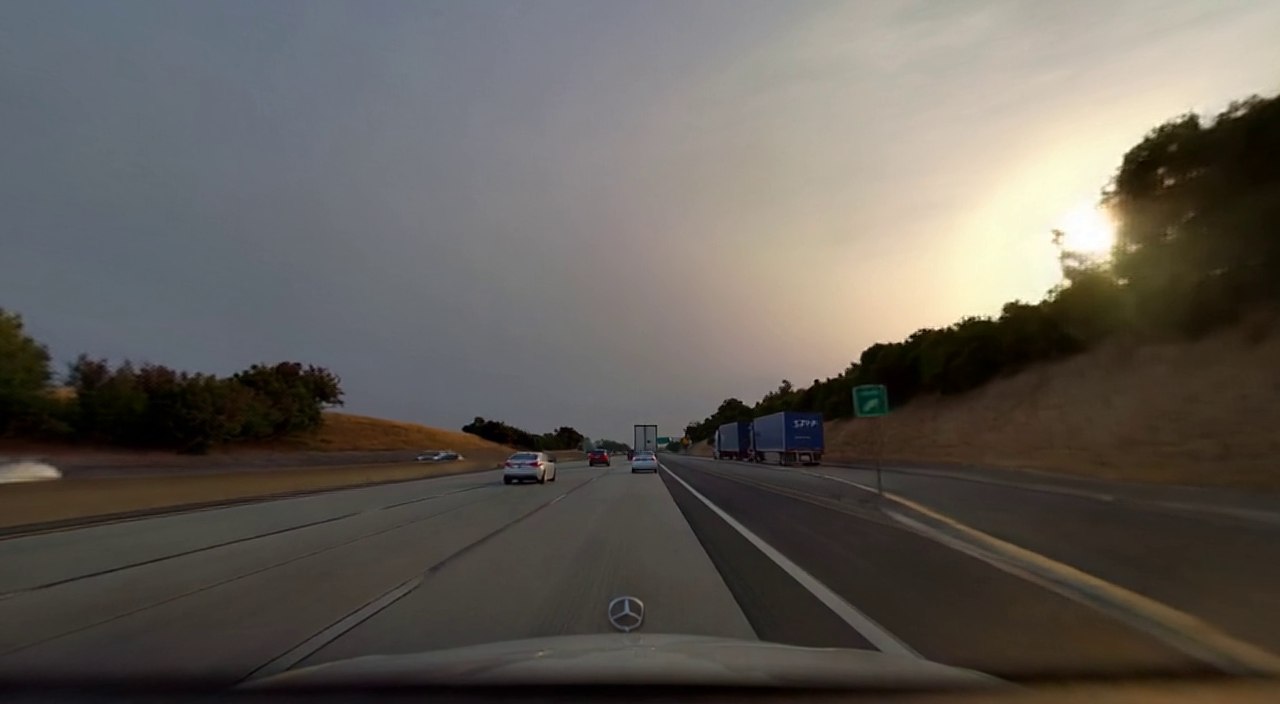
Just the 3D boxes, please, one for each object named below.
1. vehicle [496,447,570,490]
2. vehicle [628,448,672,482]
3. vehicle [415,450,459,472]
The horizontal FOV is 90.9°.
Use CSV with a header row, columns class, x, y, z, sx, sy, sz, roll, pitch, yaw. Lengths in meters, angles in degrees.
class,x,y,z,sx,sy,sz,roll,pitch,yaw
vehicle,-3.987,4.427,24.288,2.018,1.504,4.431,0,-9,1
vehicle,0.461,5.387,30.283,1.991,1.507,3.391,0,-9,0
vehicle,-15.877,8.539,49.610,1.952,1.573,4.568,0,-9,0
